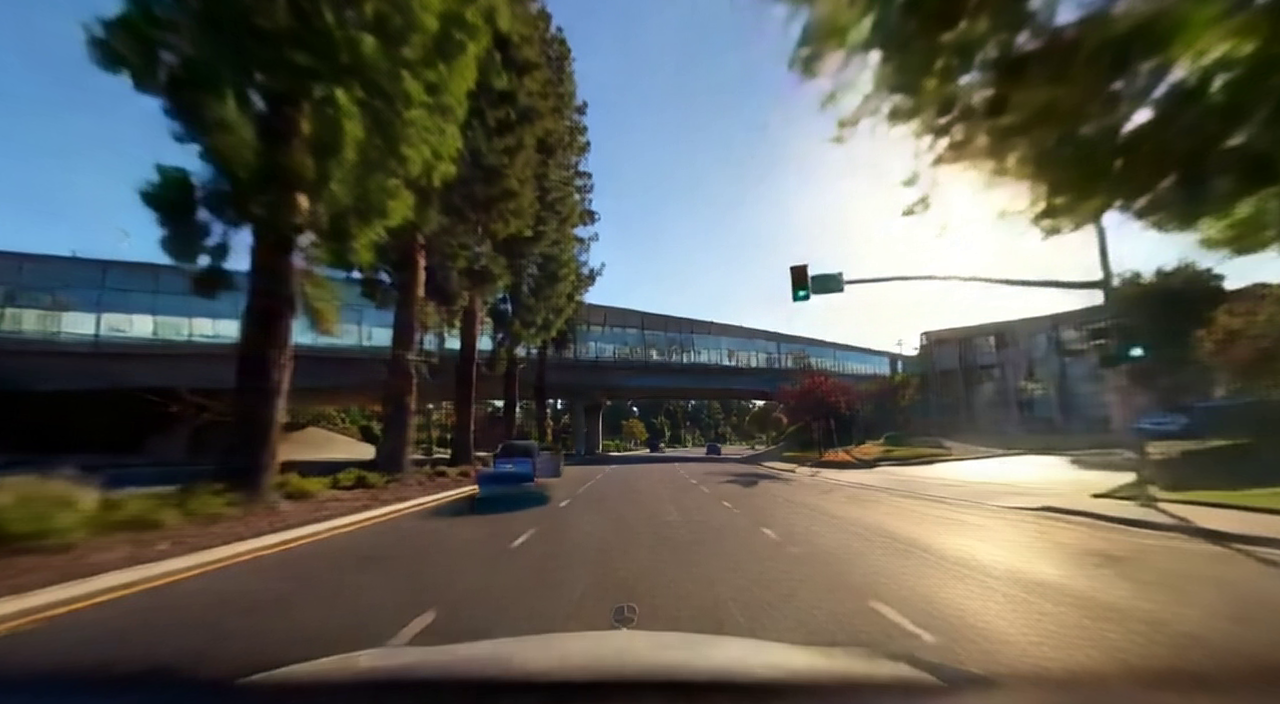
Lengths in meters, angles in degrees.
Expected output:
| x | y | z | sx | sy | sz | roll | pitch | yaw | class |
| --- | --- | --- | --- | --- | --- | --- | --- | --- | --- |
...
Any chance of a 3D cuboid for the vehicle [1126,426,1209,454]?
| x | y | z | sx | sy | sz | roll | pitch | yaw | class |
| --- | --- | --- | --- | --- | --- | --- | --- | --- | --- |
| 30.749 | 5.140 | 36.874 | 3.366 | 1.397 | 1.537 | -2 | -11 | -2 | vehicle |
